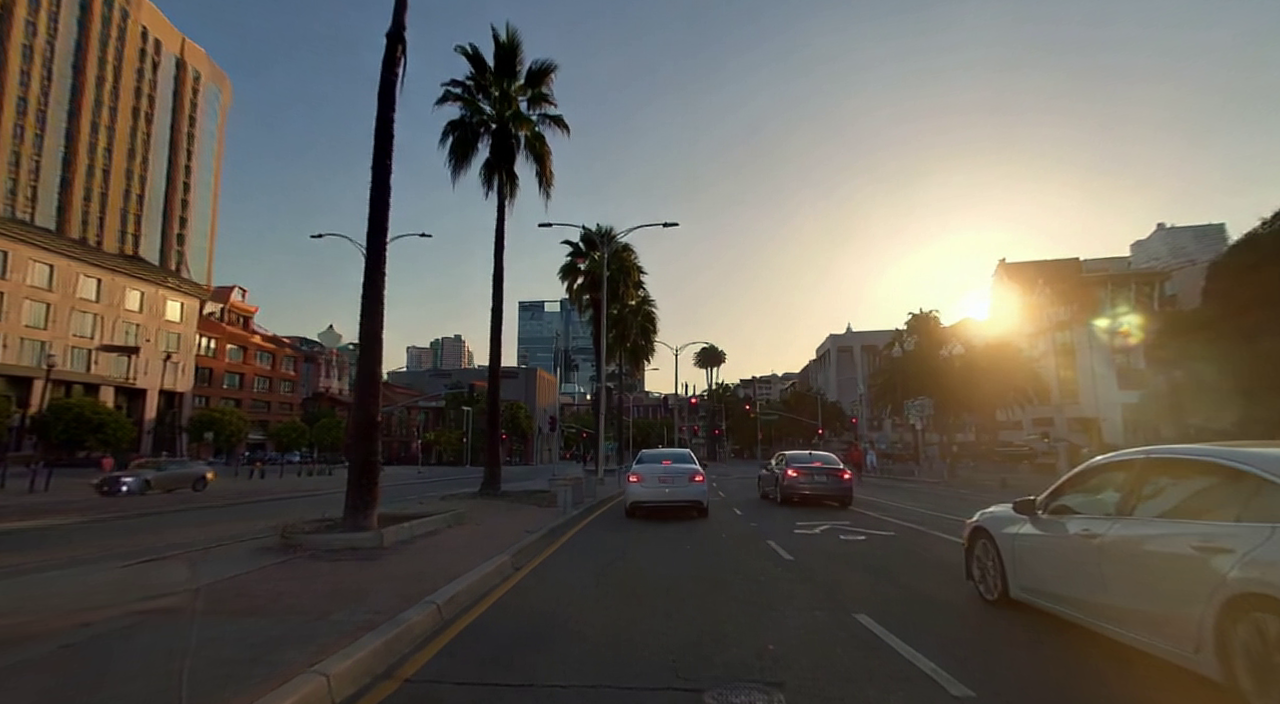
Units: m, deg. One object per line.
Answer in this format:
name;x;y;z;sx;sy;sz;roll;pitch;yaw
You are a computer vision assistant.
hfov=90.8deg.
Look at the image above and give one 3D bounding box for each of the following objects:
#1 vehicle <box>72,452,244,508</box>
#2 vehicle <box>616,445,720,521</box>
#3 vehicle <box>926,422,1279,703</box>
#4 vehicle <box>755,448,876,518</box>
vehicle;-16.495;4.355;22.004;2.078;1.662;4.436;-2;-9;9
vehicle;0.696;2.908;14.555;2.078;1.503;3.681;-1;-9;4
vehicle;3.688;1.227;3.918;1.913;1.469;4.425;-1;-9;3
vehicle;4.203;3.170;15.940;1.920;1.490;4.417;-1;-9;2
